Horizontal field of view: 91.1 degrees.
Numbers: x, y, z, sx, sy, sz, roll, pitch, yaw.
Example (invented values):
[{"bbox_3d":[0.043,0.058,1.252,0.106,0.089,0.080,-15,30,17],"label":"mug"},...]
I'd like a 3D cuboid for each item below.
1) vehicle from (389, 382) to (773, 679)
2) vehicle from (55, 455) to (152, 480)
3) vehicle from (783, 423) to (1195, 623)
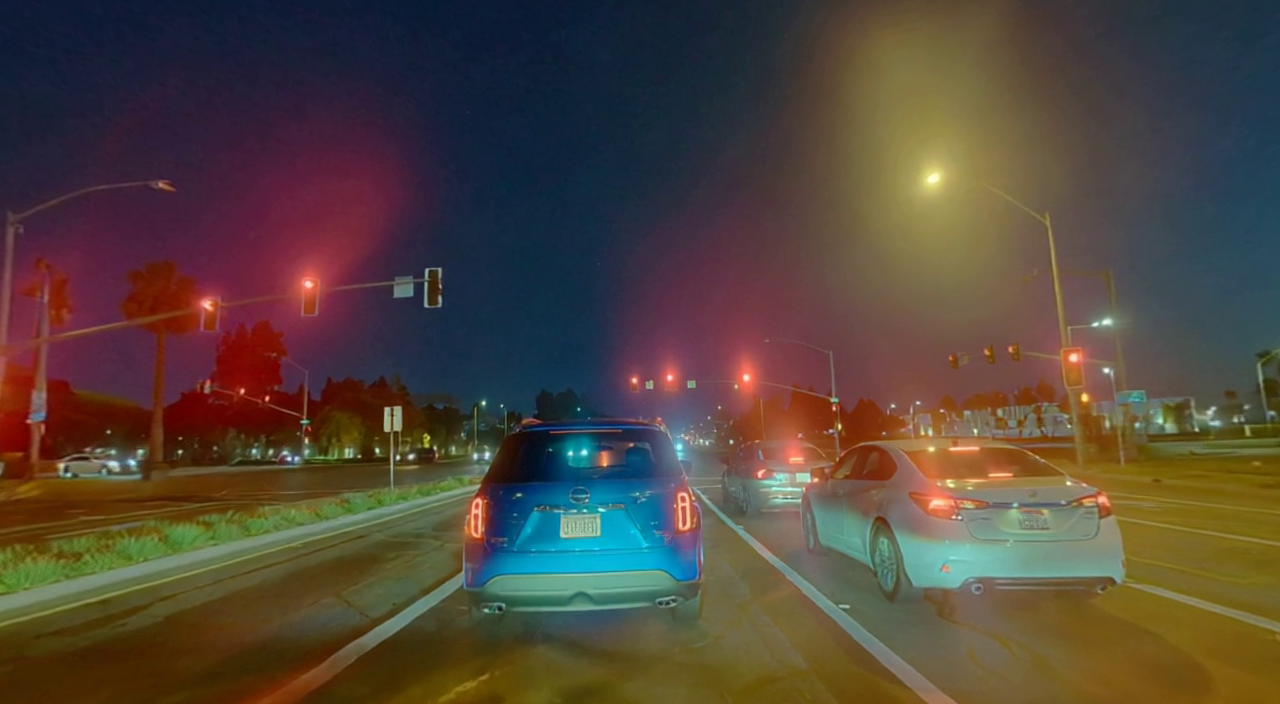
[{"bbox_3d":[-0.336,1.317,5.688,2.172,1.694,4.055,0,-8,0],"label":"vehicle"},{"bbox_3d":[-40.222,8.628,47.119,5.347,1.785,2.123,0,-8,2],"label":"vehicle"},{"bbox_3d":[3.113,1.609,6.972,1.971,1.473,4.495,0,-8,0],"label":"vehicle"}]
